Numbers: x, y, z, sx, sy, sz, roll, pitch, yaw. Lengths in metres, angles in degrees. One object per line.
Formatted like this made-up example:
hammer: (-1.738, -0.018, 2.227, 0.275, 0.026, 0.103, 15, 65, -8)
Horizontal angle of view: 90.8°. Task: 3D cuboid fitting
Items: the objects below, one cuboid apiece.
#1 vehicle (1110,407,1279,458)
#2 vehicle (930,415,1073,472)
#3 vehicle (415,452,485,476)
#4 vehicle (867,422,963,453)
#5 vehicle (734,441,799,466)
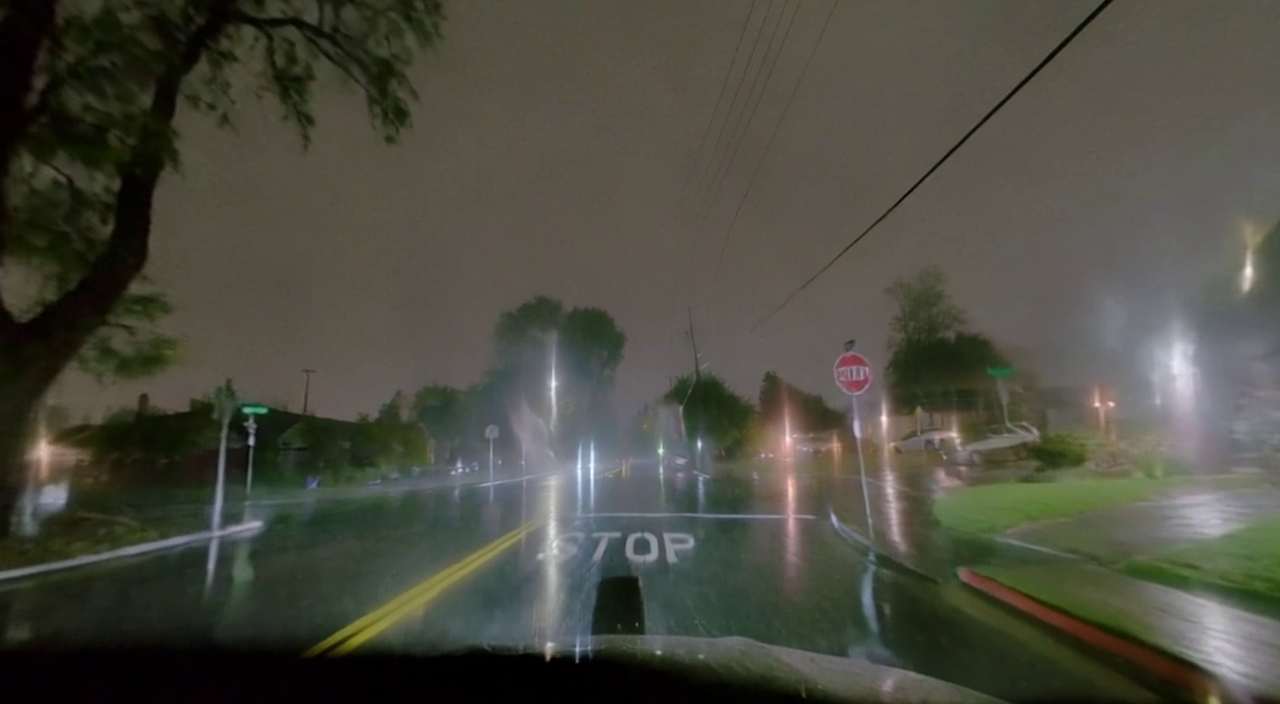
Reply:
vehicle: (17.593, 2.557, 20.020, 4.682, 1.483, 1.917, 2, -9, -20)
vehicle: (15.161, 3.849, 26.597, 4.788, 1.875, 2.148, 1, -19, -15)
vehicle: (-12.140, 7.165, 40.505, 3.937, 1.390, 1.644, 0, -7, 0)
vehicle: (15.084, 4.750, 34.918, 1.960, 1.584, 4.669, 3, -9, -23)
vehicle: (9.649, 7.768, 48.134, 4.399, 1.537, 1.859, 4, -19, -21)
